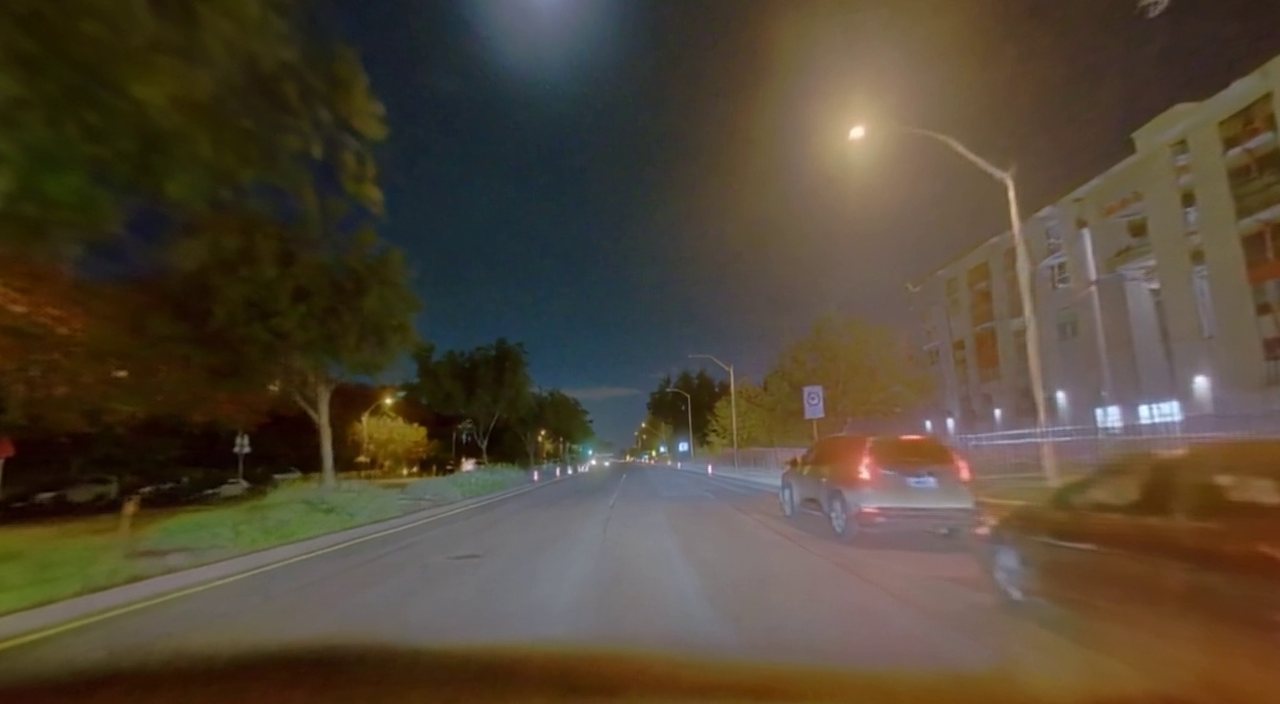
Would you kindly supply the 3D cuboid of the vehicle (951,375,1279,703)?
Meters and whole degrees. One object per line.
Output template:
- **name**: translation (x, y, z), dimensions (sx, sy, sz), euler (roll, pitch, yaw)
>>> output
- **vehicle**: translation (4.078, 1.129, 4.051), dimensions (1.916, 1.701, 4.358), euler (0, -9, 0)

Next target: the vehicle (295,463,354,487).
- **vehicle**: translation (-22.014, 8.586, 44.220), dimensions (1.863, 1.470, 4.526), euler (0, -9, -1)

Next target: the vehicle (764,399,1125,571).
- **vehicle**: translation (4.225, 2.098, 10.847), dimensions (2.660, 1.980, 6.934), euler (0, -9, -1)

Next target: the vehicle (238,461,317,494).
- **vehicle**: translation (-21.667, 7.509, 37.956), dimensions (1.941, 1.743, 5.264), euler (0, -9, -4)

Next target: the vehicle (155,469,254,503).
- **vehicle**: translation (-21.591, 6.652, 31.489), dimensions (1.746, 1.447, 4.448), euler (0, -9, 0)

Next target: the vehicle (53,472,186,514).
- **vehicle**: translation (-21.529, 5.820, 26.350), dimensions (1.834, 1.441, 4.416), euler (0, -9, -2)
